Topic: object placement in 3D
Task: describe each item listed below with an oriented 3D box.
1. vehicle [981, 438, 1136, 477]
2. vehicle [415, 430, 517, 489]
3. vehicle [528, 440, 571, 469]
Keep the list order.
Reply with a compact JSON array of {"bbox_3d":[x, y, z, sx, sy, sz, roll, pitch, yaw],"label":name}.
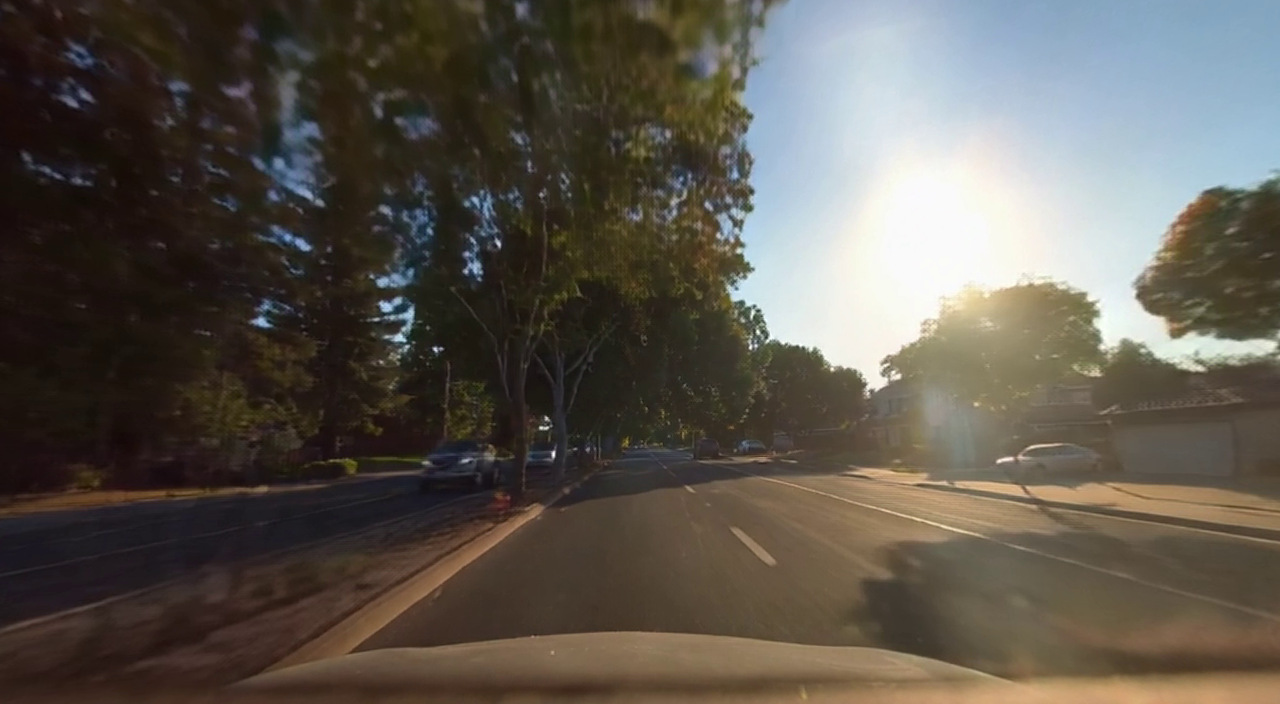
[{"bbox_3d":[15.541,3.928,23.544,4.500,1.390,1.864,0,-8,-2],"label":"vehicle"},{"bbox_3d":[-5.989,3.754,22.324,2.071,1.823,4.799,-1,-8,2],"label":"vehicle"},{"bbox_3d":[-5.313,6.042,37.329,1.935,1.521,4.314,-1,-8,0],"label":"vehicle"}]
